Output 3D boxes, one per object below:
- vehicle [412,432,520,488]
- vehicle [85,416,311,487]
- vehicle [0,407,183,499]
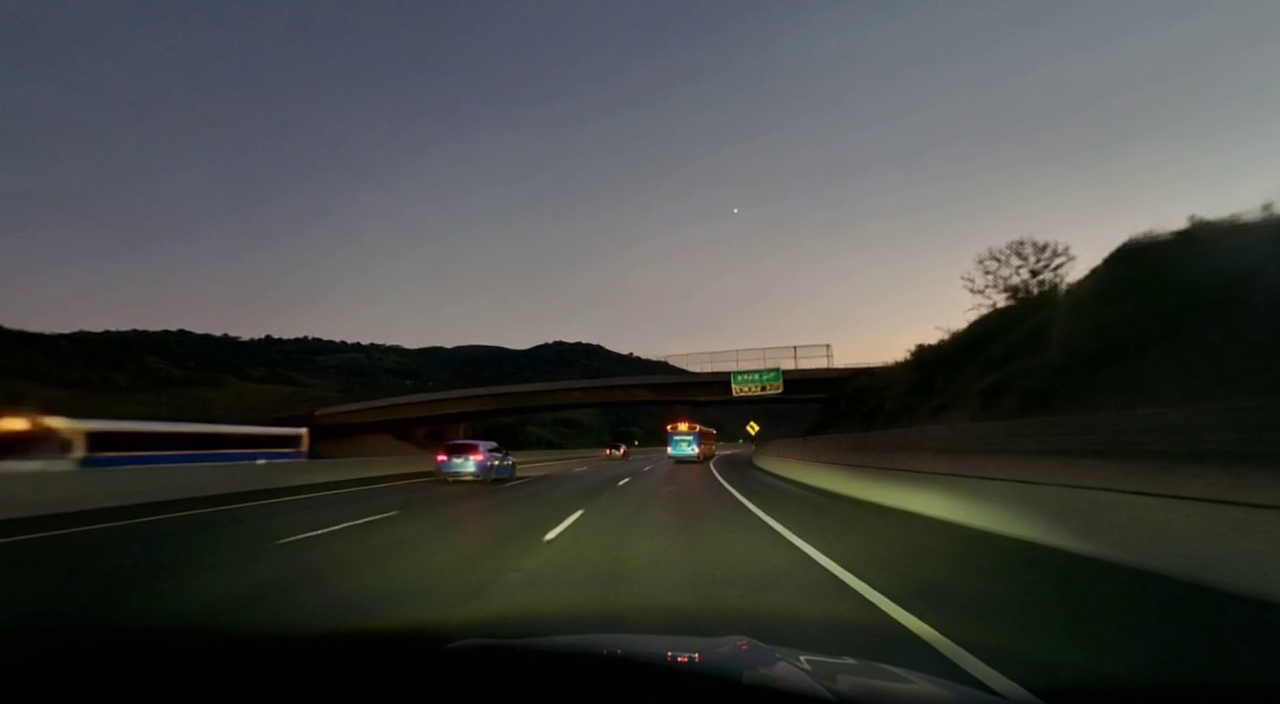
[{"bbox_3d":[-5.839,3.673,21.827,2.172,1.689,4.625,-1,-8,3],"label":"vehicle"},{"bbox_3d":[-23.845,5.571,35.679,2.791,3.263,13.033,-1,-9,3],"label":"vehicle"},{"bbox_3d":[-24.359,4.272,26.888,2.999,3.296,8.416,0,-9,3],"label":"vehicle"}]
